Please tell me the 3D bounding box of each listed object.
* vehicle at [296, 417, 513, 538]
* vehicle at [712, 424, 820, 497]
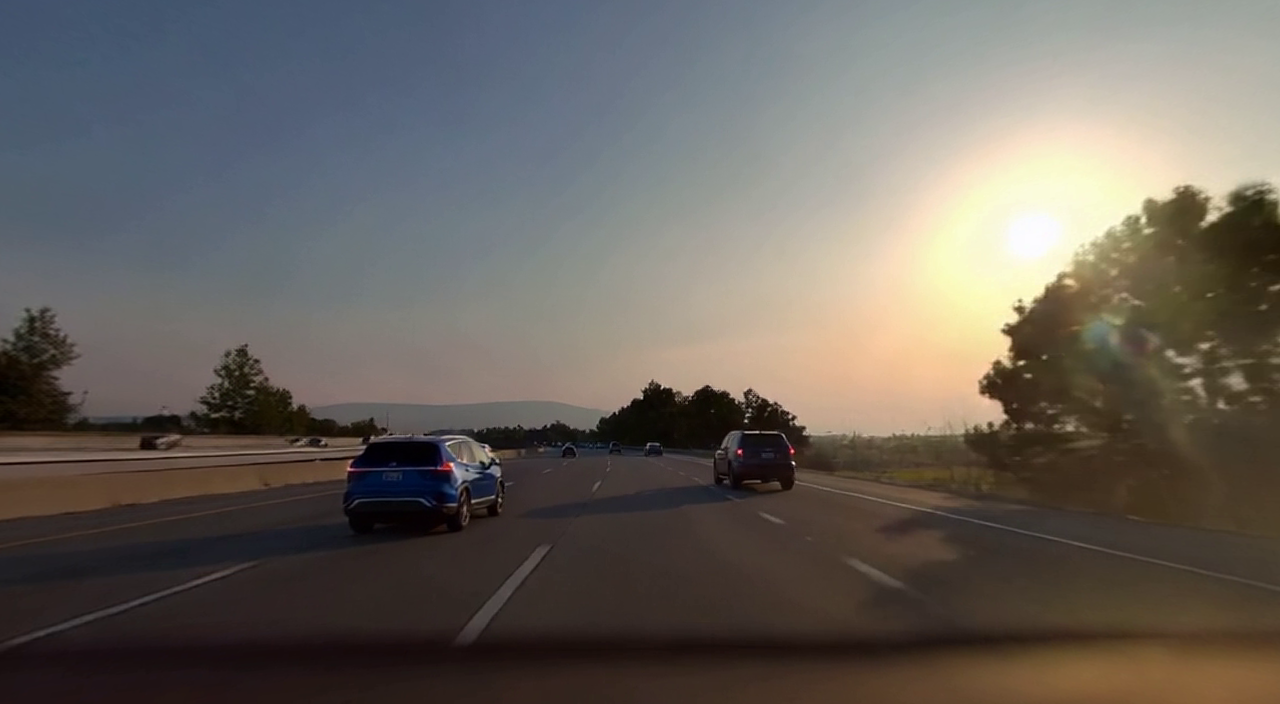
[{"bbox_3d":[-3.898,2.168,11.502,2.214,1.743,4.465,0,-8,0],"label":"vehicle"},{"bbox_3d":[3.509,3.142,18.568,2.153,1.860,4.689,0,-8,-1],"label":"vehicle"}]
